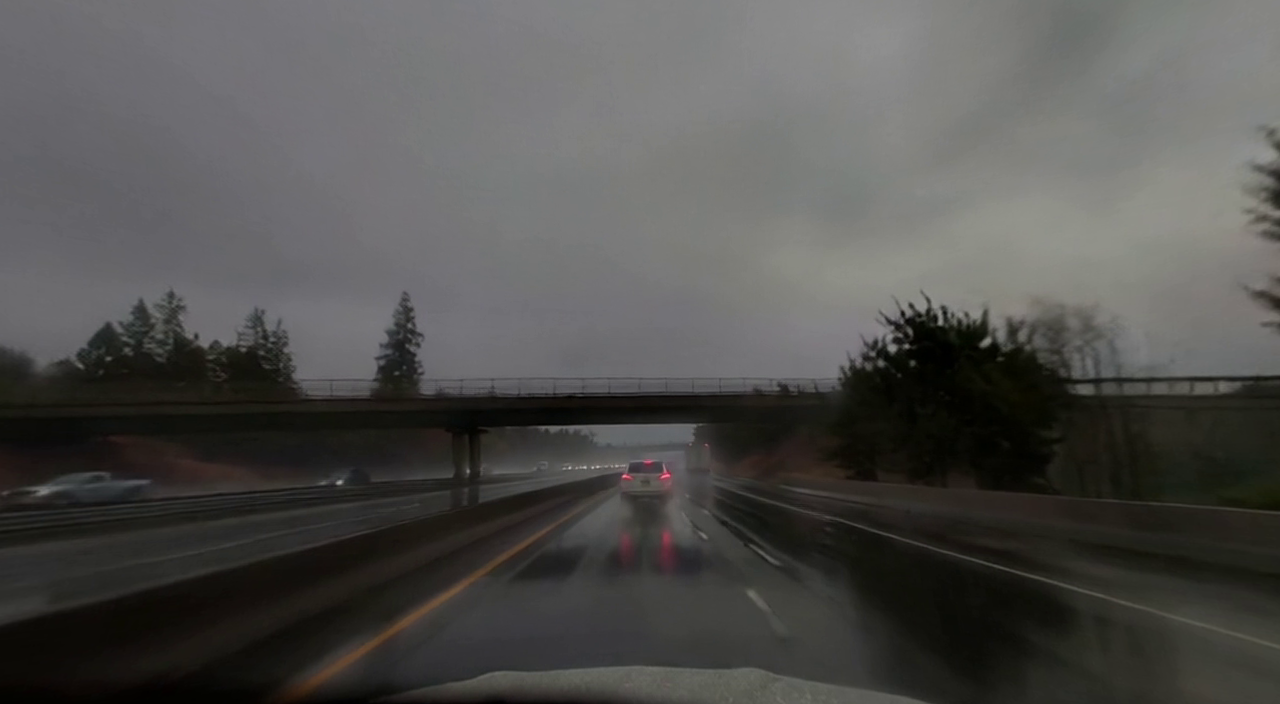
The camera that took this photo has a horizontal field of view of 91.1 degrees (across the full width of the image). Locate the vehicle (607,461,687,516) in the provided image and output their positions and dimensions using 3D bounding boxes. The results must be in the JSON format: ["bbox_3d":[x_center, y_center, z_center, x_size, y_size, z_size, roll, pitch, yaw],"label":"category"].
[{"bbox_3d":[0.199,4.035,18.868,2.156,1.444,3.762,1,-10,0],"label":"vehicle"}]
